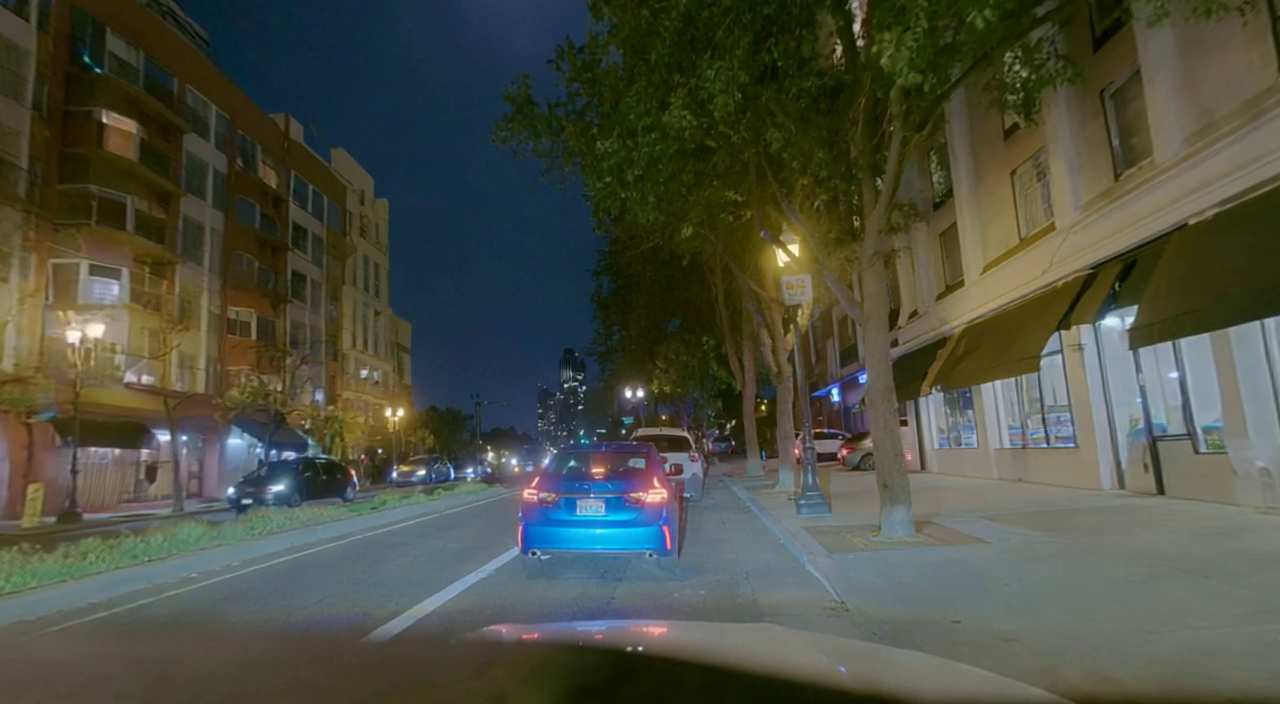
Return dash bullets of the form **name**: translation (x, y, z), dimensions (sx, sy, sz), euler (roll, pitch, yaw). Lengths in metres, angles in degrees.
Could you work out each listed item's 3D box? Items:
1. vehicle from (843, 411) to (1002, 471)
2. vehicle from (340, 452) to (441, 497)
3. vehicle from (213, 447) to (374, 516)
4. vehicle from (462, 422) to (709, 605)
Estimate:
- **vehicle**: translation (9.062, 2.831, 20.249), dimensions (4.558, 1.528, 1.915), euler (-1, -8, -23)
- **vehicle**: translation (-10.258, 5.034, 26.284), dimensions (1.826, 1.432, 4.556), euler (-7, -9, 8)
- **vehicle**: translation (-11.007, 4.070, 20.592), dimensions (2.081, 1.718, 5.342), euler (-6, -9, 3)
- **vehicle**: translation (-0.274, 1.634, 7.304), dimensions (1.939, 1.478, 3.922), euler (-2, -8, 9)
